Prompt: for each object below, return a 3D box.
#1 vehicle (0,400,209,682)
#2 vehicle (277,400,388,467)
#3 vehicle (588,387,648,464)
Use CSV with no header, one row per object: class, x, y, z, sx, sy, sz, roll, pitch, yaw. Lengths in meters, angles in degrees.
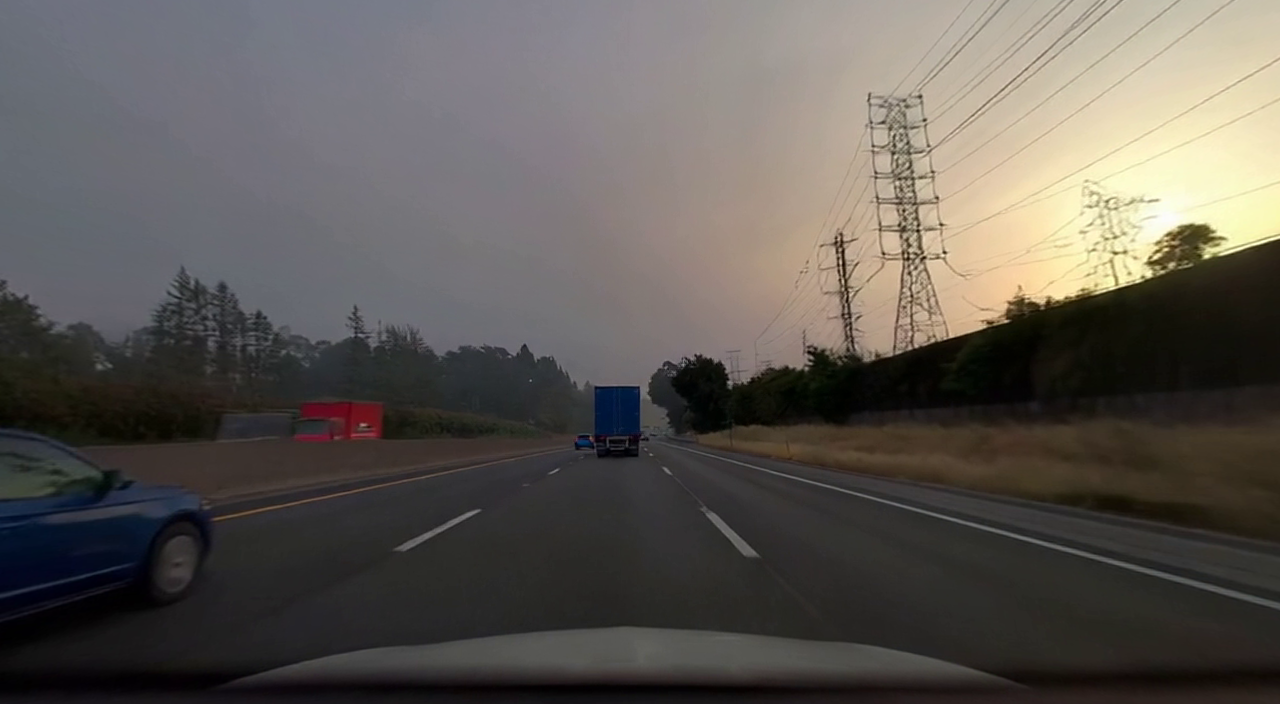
vehicle,-4.476,0.970,2.942,1.941,1.532,4.277,0,-8,-1
vehicle,-18.213,4.951,38.062,2.790,3.616,7.737,0,-8,0
vehicle,-1.204,4.319,36.573,2.955,3.851,9.915,0,-8,-1
